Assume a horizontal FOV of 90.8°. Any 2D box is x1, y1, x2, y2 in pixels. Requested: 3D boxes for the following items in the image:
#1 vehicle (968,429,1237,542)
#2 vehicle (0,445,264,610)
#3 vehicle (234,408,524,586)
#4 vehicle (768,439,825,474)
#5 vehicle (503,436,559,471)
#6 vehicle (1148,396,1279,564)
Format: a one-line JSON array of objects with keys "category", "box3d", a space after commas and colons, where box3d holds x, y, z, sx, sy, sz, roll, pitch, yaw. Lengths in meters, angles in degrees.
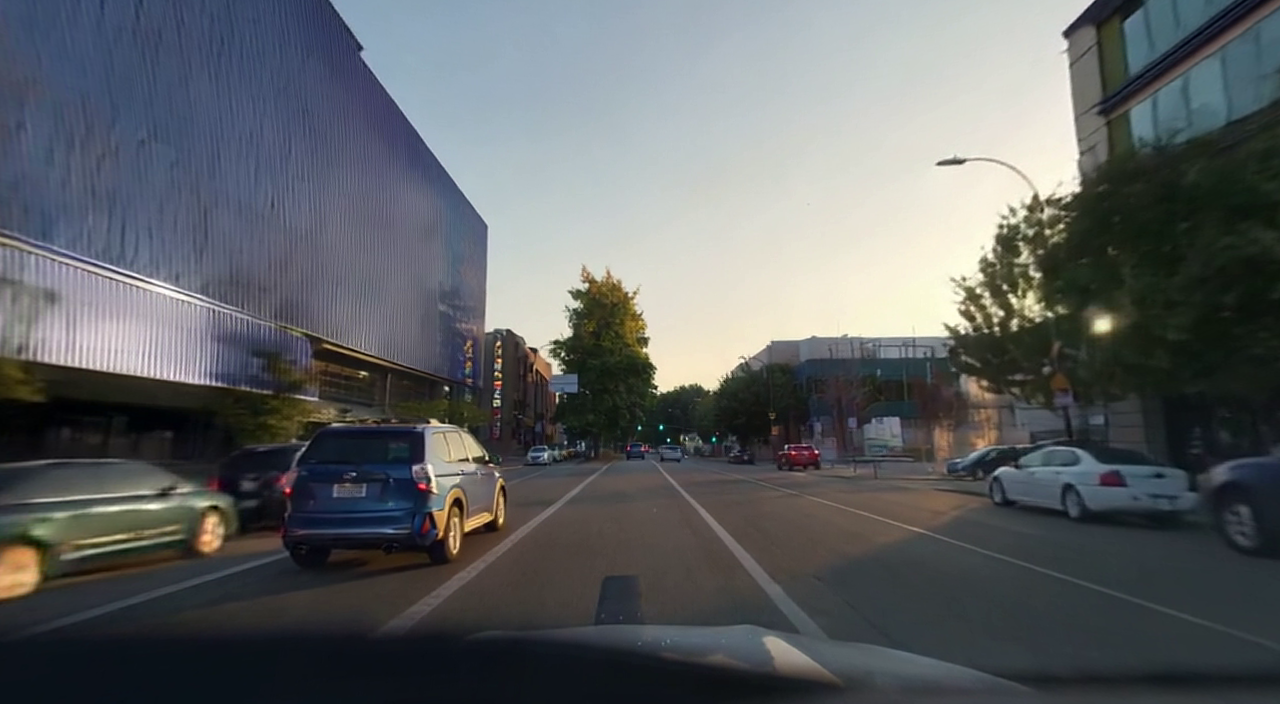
[{"category": "vehicle", "box3d": [9.000, 2.581, 12.984, 2.005, 1.726, 4.658, 5, -8, -1]}, {"category": "vehicle", "box3d": [-6.929, 1.936, 7.493, 1.984, 1.508, 4.788, -4, -8, 1]}, {"category": "vehicle", "box3d": [-3.022, 1.769, 8.574, 2.002, 1.756, 4.366, -1, -8, 1]}, {"category": "vehicle", "box3d": [9.290, 6.227, 37.977, 2.129, 1.929, 5.537, 0, -8, 1]}, {"category": "vehicle", "box3d": [-6.737, 6.356, 39.661, 2.290, 2.012, 5.654, -1, -8, 2]}, {"category": "vehicle", "box3d": [9.247, 1.486, 7.094, 2.249, 2.117, 5.743, 0, -8, 0]}]
